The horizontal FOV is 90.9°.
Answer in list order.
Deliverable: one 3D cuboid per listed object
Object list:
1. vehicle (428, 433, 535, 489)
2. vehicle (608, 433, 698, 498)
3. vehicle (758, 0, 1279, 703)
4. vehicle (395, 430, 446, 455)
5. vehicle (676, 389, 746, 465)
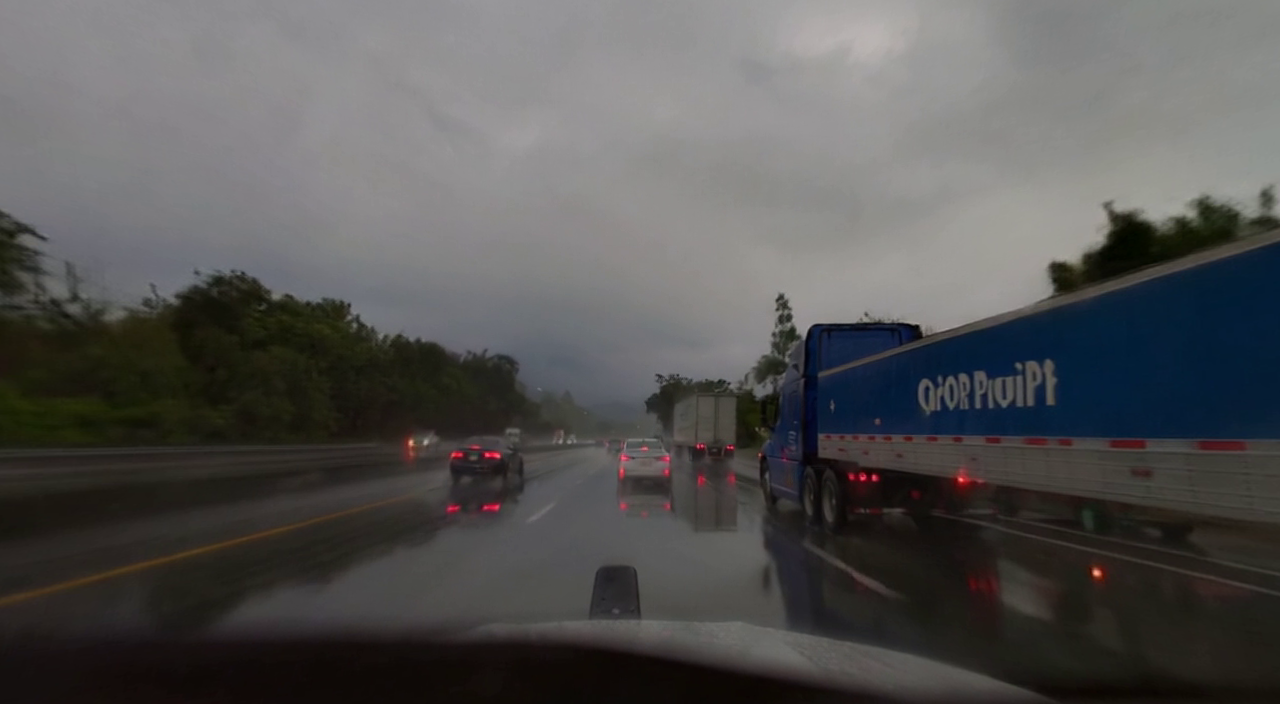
[{"bbox_3d":[-4.548,3.186,18.890,2.048,1.452,4.430,0,-8,0],"label":"vehicle"},{"bbox_3d":[0.281,2.802,16.038,2.021,1.435,3.611,0,-8,0],"label":"vehicle"},{"bbox_3d":[4.239,0.252,7.060,2.816,4.070,14.136,0,-8,-1],"label":"vehicle"},{"bbox_3d":[-17.070,7.085,49.262,2.037,1.840,4.691,0,-8,3],"label":"vehicle"},{"bbox_3d":[4.194,4.928,40.782,2.869,4.067,13.731,0,-8,0],"label":"vehicle"}]
